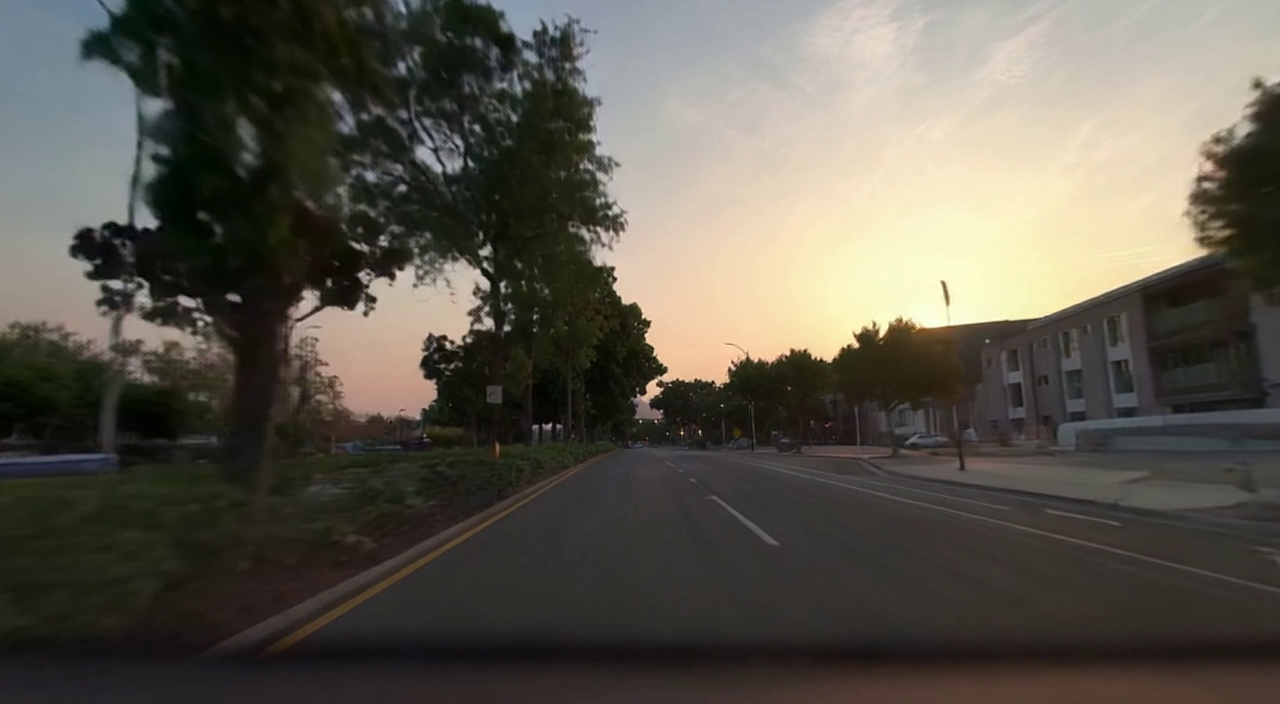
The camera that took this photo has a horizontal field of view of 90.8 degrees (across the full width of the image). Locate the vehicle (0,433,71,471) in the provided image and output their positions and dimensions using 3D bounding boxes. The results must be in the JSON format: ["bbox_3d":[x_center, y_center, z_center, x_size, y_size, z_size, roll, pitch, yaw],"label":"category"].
[{"bbox_3d":[-39.569,6.241,39.769,2.265,2.236,5.627,1,-8,-2],"label":"vehicle"}]
